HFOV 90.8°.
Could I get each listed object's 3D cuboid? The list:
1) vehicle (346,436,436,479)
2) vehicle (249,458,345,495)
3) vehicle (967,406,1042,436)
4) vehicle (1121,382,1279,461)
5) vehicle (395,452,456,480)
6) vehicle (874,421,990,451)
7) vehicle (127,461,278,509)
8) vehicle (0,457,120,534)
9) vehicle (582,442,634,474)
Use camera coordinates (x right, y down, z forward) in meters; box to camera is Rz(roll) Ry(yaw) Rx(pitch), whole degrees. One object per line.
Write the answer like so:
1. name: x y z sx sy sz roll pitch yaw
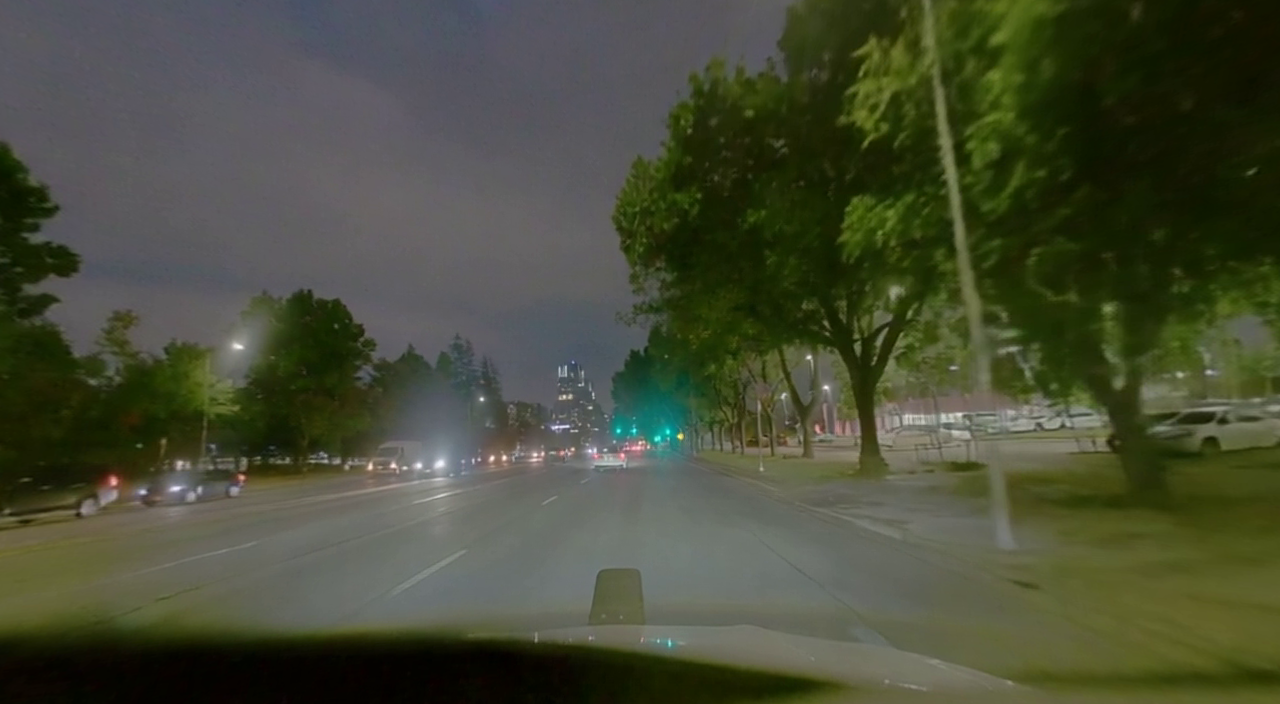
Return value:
1. vehicle: -16.672 7.113 42.958 2.599 2.675 7.177 -1 -8 6
2. vehicle: -16.327 5.928 30.386 2.024 1.531 4.580 0 -8 0
3. vehicle: 24.217 4.649 42.230 2.179 1.825 5.335 -2 -7 4
4. vehicle: 14.356 1.528 14.790 4.431 1.456 1.977 -7 -10 -1
5. vehicle: -12.470 6.631 37.068 2.013 1.498 4.474 0 -8 0
6. vehicle: 14.371 4.180 31.275 4.739 1.424 1.936 0 -8 1
7. vehicle: -16.434 5.009 24.162 2.162 1.480 5.017 0 -8 1
8. vehicle: -16.463 3.652 16.240 2.073 1.749 4.770 0 -8 0
9. vehicle: -1.551 5.431 32.548 2.235 1.500 4.420 -1 -8 3
